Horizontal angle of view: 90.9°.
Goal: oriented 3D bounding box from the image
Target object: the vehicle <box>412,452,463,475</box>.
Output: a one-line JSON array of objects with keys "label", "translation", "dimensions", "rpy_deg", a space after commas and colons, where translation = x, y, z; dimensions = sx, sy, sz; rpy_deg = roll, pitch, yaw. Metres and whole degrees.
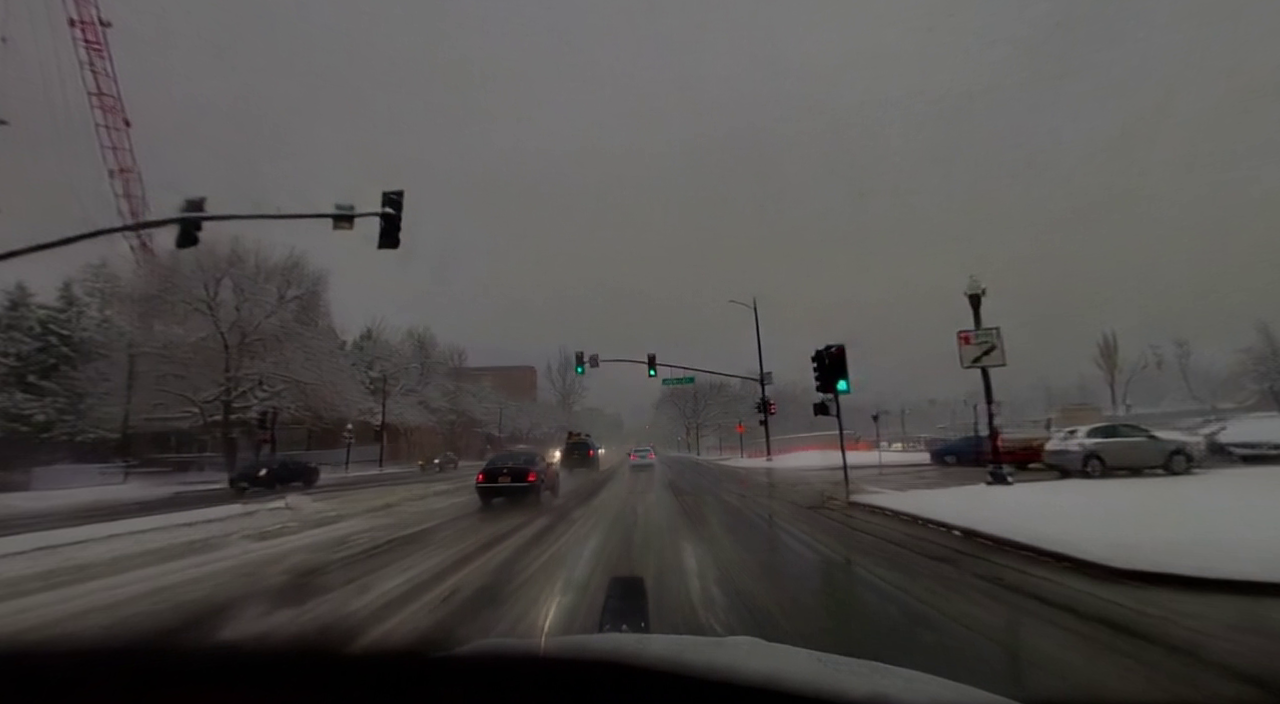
[{"label": "vehicle", "translation": [-14.237, 7.835, 44.617], "dimensions": [1.935, 1.481, 4.702], "rpy_deg": [-1, -9, 2]}]

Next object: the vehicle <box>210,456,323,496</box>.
[{"label": "vehicle", "translation": [-15.101, 5.011, 25.819], "dimensions": [1.879, 1.450, 4.279], "rpy_deg": [-1, -9, 2]}]

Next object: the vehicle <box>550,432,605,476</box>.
[{"label": "vehicle", "translation": [-3.134, 5.241, 32.608], "dimensions": [2.240, 2.054, 4.662], "rpy_deg": [-1, -9, 2]}]

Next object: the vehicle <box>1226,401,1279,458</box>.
[{"label": "vehicle", "translation": [23.521, 2.920, 23.400], "dimensions": [2.304, 1.936, 5.023], "rpy_deg": [-8, -11, 41]}]

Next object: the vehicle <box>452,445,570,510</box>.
[{"label": "vehicle", "translation": [-3.094, 3.117, 16.171], "dimensions": [1.959, 1.406, 4.527], "rpy_deg": [-1, -9, 2]}]

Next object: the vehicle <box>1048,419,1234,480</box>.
[{"label": "vehicle", "translation": [13.316, 2.546, 16.805], "dimensions": [4.061, 1.465, 1.803], "rpy_deg": [2, -8, -17]}]

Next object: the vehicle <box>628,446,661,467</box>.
[{"label": "vehicle", "translation": [0.347, 7.383, 44.708], "dimensions": [2.171, 1.422, 4.146], "rpy_deg": [0, -9, 1]}]

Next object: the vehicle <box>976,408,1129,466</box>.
[{"label": "vehicle", "translation": [12.058, 2.504, 18.505], "dimensions": [3.500, 1.563, 1.871], "rpy_deg": [2, -9, -19]}]
